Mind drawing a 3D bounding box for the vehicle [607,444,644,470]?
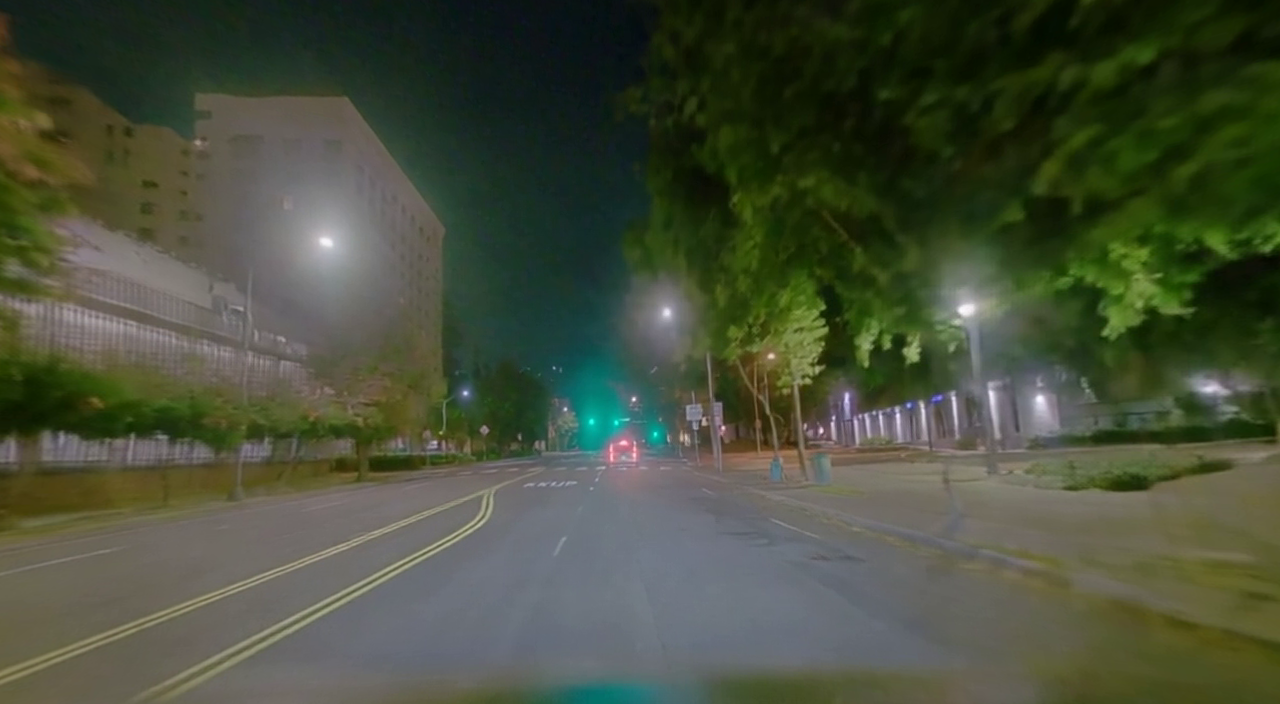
[{"bbox_3d":[-0.928,6.405,38.671,2.131,1.474,4.146,1,-8,-3],"label":"vehicle"}]
